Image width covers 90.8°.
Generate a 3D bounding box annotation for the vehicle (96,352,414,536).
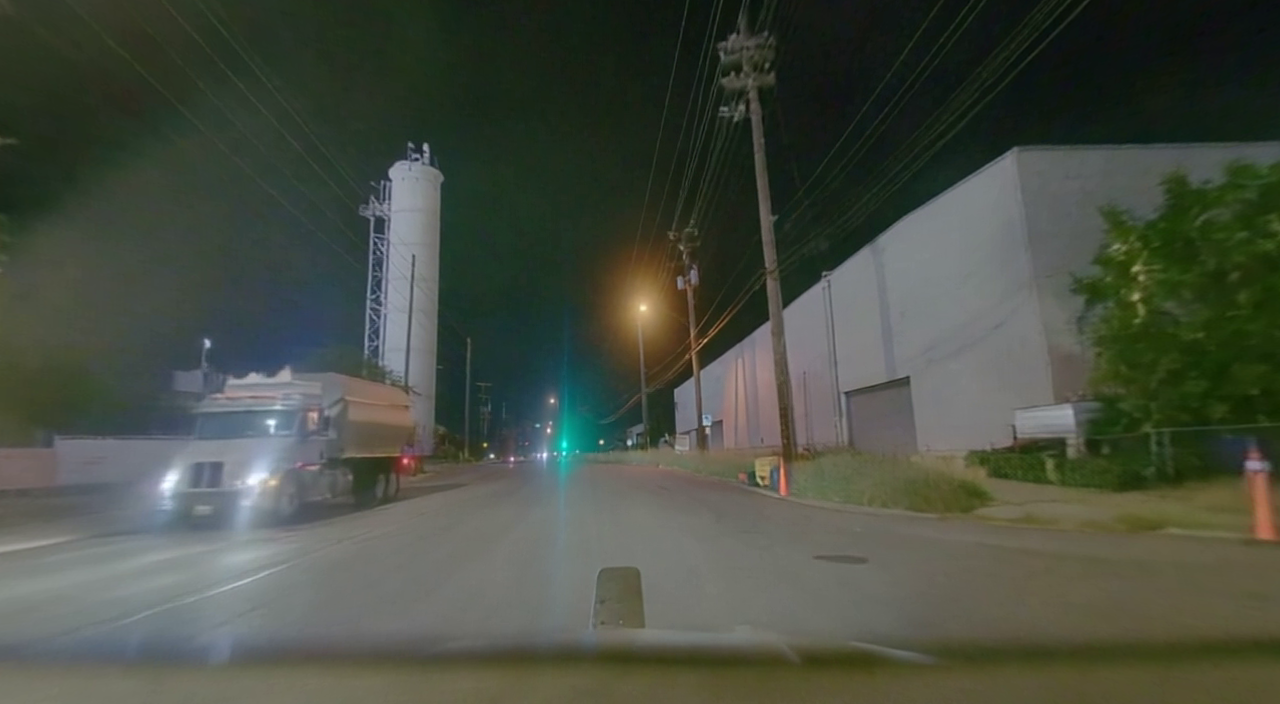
[{"bbox_3d":[-8.204,2.216,15.198,2.991,3.173,7.929,-1,-9,-3],"label":"vehicle"}]
